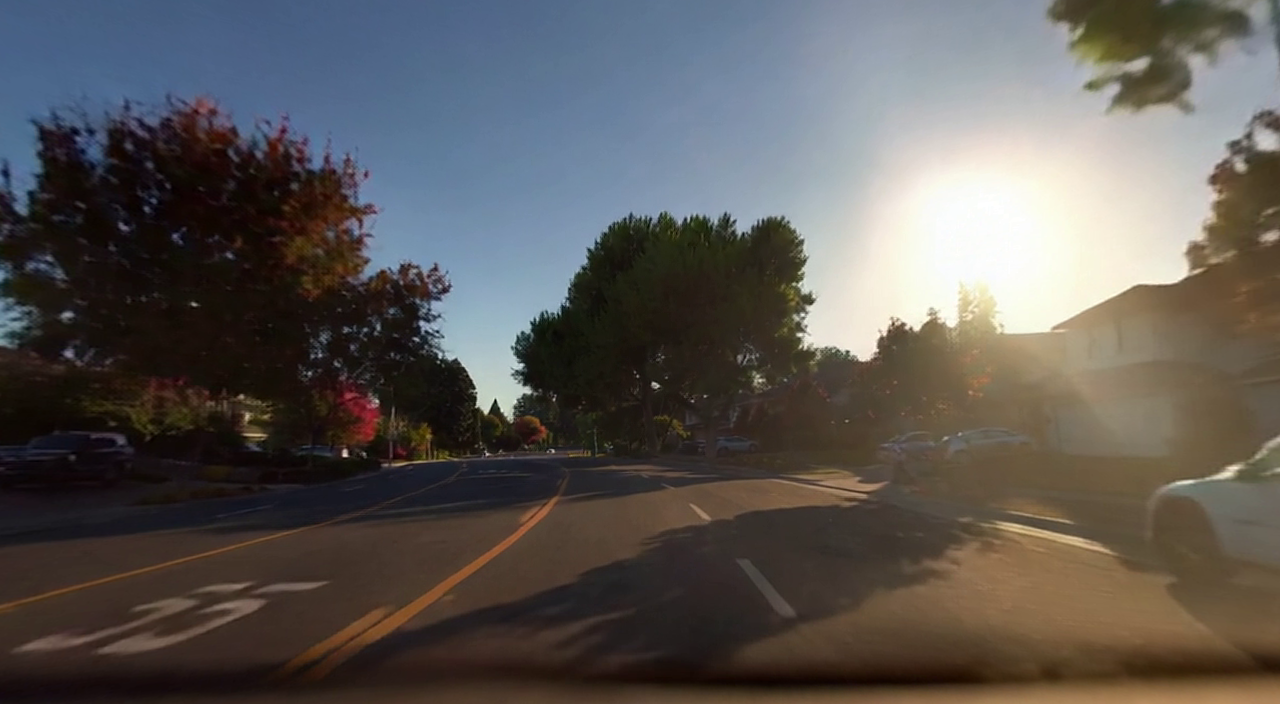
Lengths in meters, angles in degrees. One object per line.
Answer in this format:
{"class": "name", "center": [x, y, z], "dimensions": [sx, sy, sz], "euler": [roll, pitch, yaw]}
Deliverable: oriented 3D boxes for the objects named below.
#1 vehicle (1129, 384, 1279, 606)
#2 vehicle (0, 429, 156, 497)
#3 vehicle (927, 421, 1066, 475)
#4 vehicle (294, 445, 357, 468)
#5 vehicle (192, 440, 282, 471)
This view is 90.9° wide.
{"class": "vehicle", "center": [6.682, 1.089, 4.508], "dimensions": [2.315, 1.869, 4.678], "euler": [1, -9, -5]}
{"class": "vehicle", "center": [-18.580, 3.559, 20.618], "dimensions": [2.077, 1.948, 4.705], "euler": [1, -9, -7]}
{"class": "vehicle", "center": [14.155, 3.828, 25.246], "dimensions": [4.350, 2.047, 1.841], "euler": [0, -8, 2]}
{"class": "vehicle", "center": [-24.192, 8.051, 48.634], "dimensions": [3.899, 1.729, 2.064], "euler": [2, -9, -13]}
{"class": "vehicle", "center": [-24.661, 6.333, 38.700], "dimensions": [4.128, 1.861, 1.959], "euler": [2, -9, -14]}
